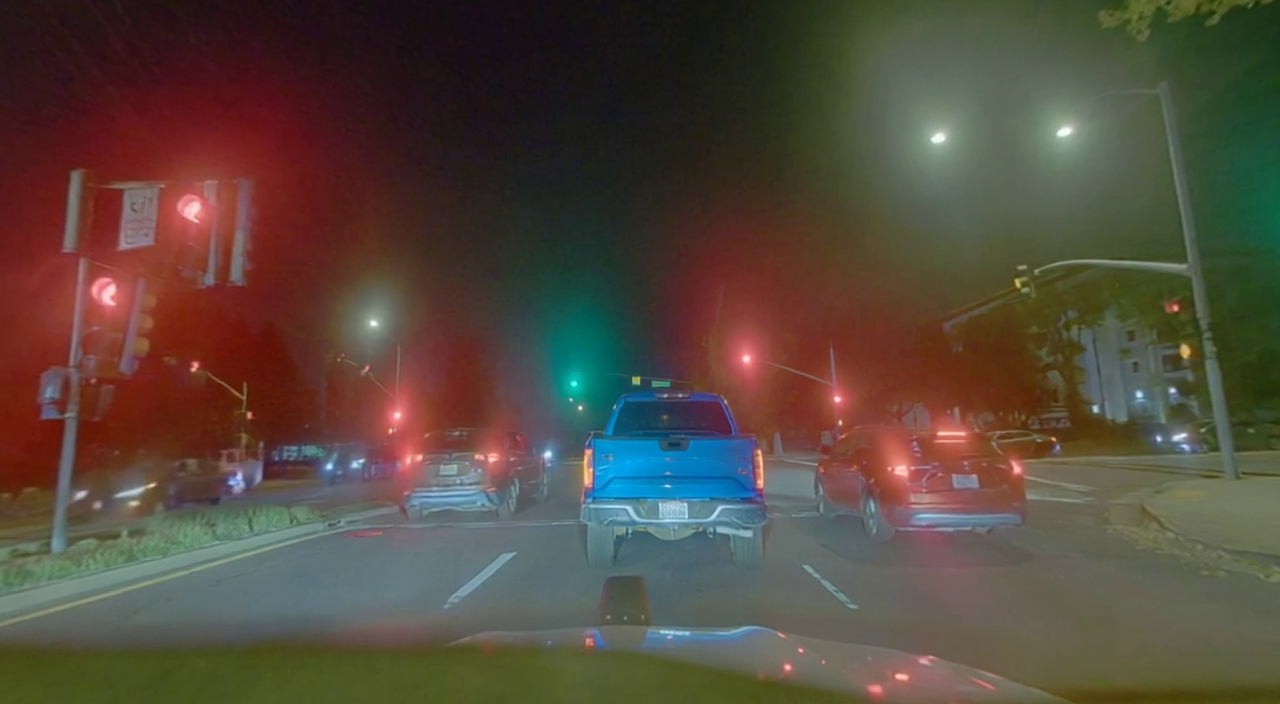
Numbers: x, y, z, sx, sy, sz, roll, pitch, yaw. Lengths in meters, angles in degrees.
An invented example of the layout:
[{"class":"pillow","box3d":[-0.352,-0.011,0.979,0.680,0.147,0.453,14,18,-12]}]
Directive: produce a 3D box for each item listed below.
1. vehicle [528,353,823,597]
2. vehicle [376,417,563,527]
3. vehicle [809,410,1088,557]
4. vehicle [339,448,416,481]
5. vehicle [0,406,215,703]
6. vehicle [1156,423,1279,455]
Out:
[{"class":"vehicle","box3d":[0.358,1.392,7.862,2.505,2.084,4.768,0,-8,1]},{"class":"vehicle","box3d":[-3.034,2.265,12.514,2.125,1.739,4.707,0,-8,4]},{"class":"vehicle","box3d":[4.095,1.816,9.358,1.984,1.659,4.226,0,-8,0]},{"class":"vehicle","box3d":[-12.842,5.500,31.188,1.834,1.463,4.597,0,-8,0]},{"class":"vehicle","box3d":[-3.372,0.763,1.073,1.998,1.481,4.656,0,-8,1]},{"class":"vehicle","box3d":[27.795,4.156,30.062,4.681,1.458,1.908,0,-8,-1]}]
